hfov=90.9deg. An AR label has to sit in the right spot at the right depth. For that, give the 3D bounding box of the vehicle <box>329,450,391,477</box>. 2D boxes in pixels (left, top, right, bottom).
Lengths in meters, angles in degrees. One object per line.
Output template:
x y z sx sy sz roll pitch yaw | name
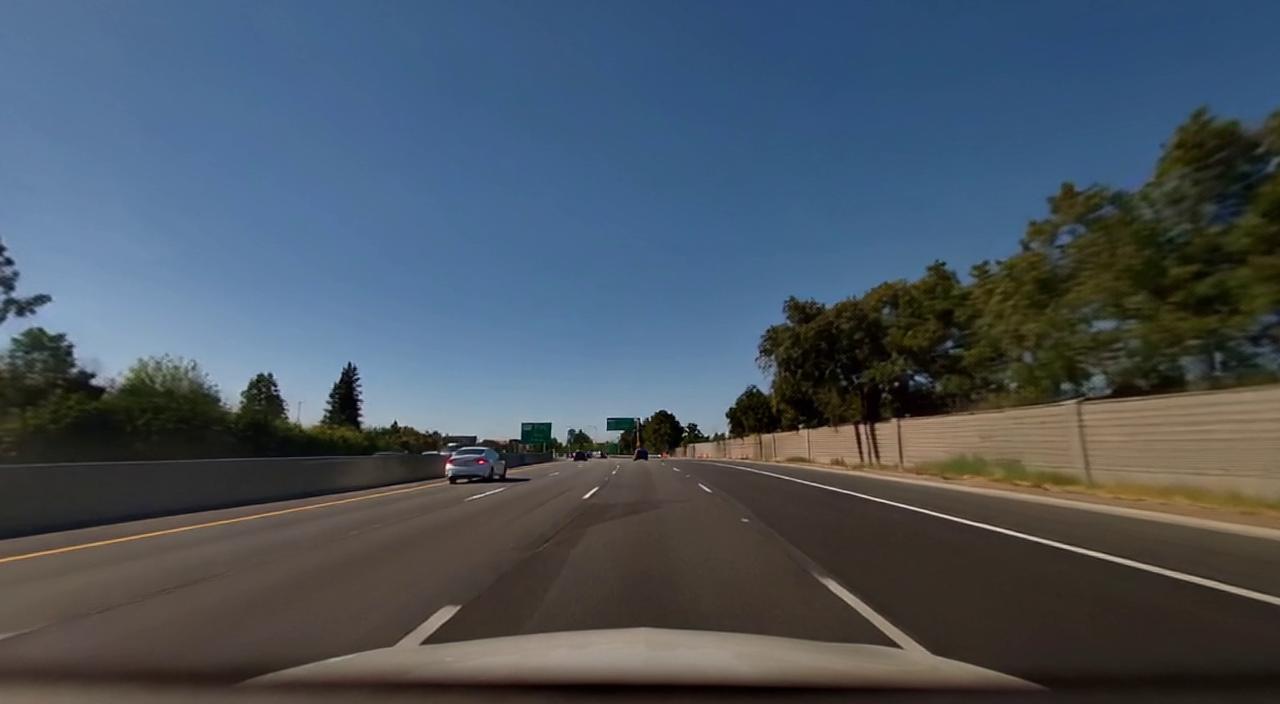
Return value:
-17.614 7.017 39.926 1.927 1.517 4.410 0 -8 -1 | vehicle
